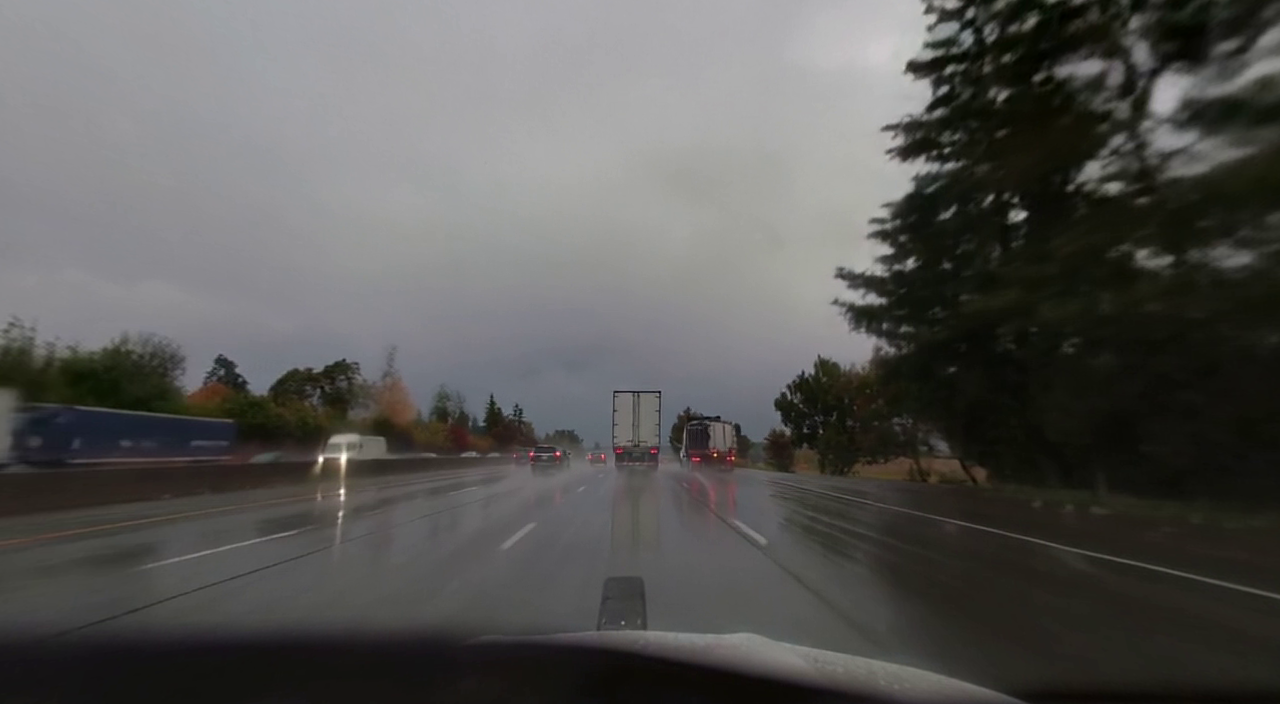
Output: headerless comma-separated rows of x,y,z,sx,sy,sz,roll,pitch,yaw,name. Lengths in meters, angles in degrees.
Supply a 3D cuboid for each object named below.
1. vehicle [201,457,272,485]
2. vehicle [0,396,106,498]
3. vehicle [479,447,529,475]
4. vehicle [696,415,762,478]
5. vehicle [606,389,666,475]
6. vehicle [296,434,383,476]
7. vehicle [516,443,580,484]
-22.588,6.659,35.417,1.628,1.403,3.574,0,-9,-1,vehicle
-26.513,3.960,26.143,2.982,3.939,6.283,0,-9,-1,vehicle
-7.573,6.126,35.504,1.926,1.482,3.959,0,-9,1,vehicle
4.296,4.685,31.156,2.565,2.902,3.798,0,-9,-1,vehicle
-0.293,4.763,36.155,2.875,4.056,12.312,0,-9,-1,vehicle
-19.197,6.652,40.759,2.232,2.446,6.951,0,-9,0,vehicle
-3.794,4.673,26.616,2.061,1.555,3.900,0,-9,0,vehicle
